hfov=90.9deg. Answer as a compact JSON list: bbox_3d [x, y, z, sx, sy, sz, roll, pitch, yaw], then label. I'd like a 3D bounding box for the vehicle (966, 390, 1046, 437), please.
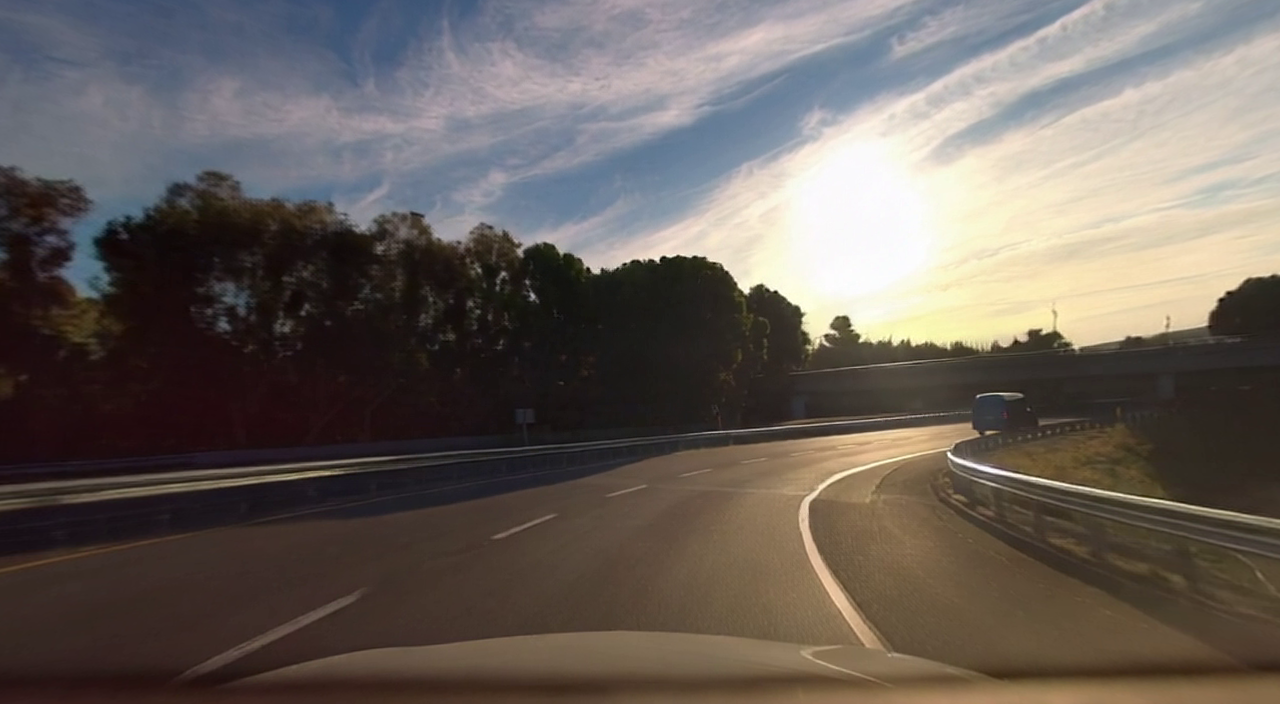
[{"bbox_3d":[22.081,3.788,37.924,5.330,2.577,2.352,6,-10,-40],"label":"vehicle"}]
